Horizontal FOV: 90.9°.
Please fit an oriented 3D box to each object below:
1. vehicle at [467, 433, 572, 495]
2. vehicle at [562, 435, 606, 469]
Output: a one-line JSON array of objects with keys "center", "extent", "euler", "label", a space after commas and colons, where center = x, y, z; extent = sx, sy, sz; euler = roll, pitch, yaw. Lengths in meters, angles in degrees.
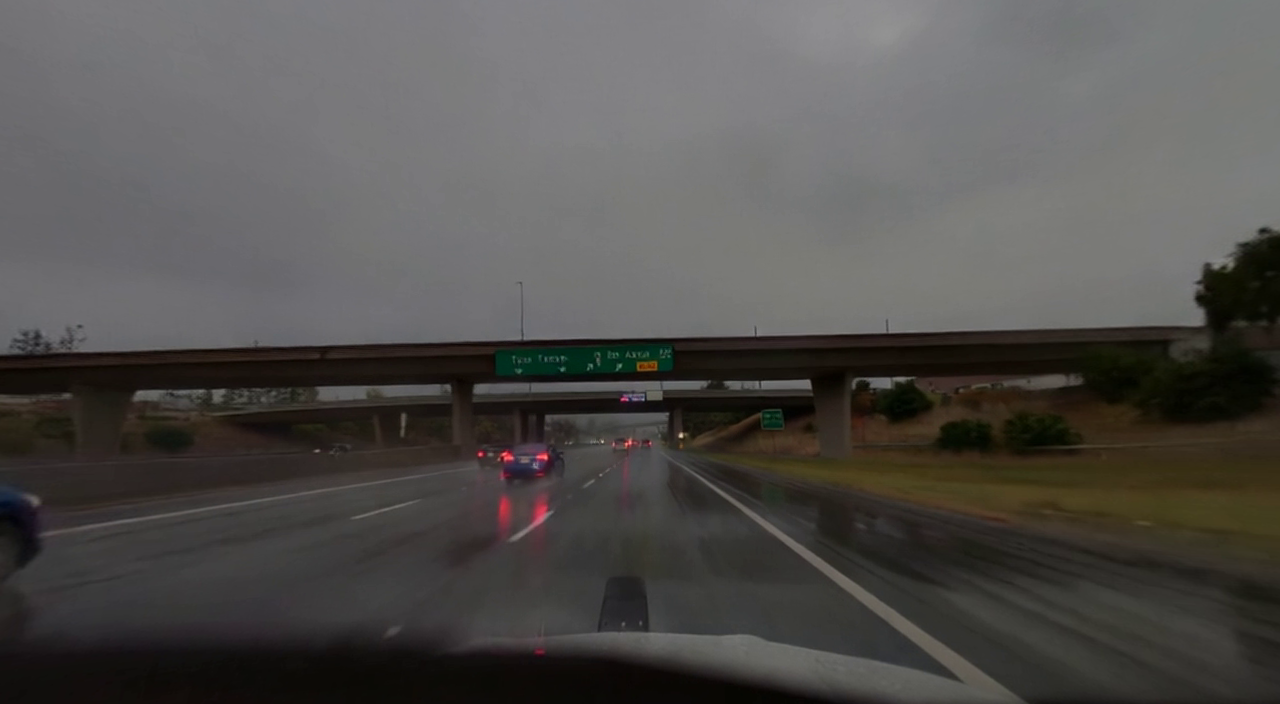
[{"center": [-3.463, 3.327, 19.153], "extent": [2.210, 1.628, 4.586], "euler": [0, -9, 1], "label": "vehicle"}, {"center": [-3.190, 5.826, 36.921], "extent": [2.080, 1.811, 4.644], "euler": [0, -9, 1], "label": "vehicle"}]
